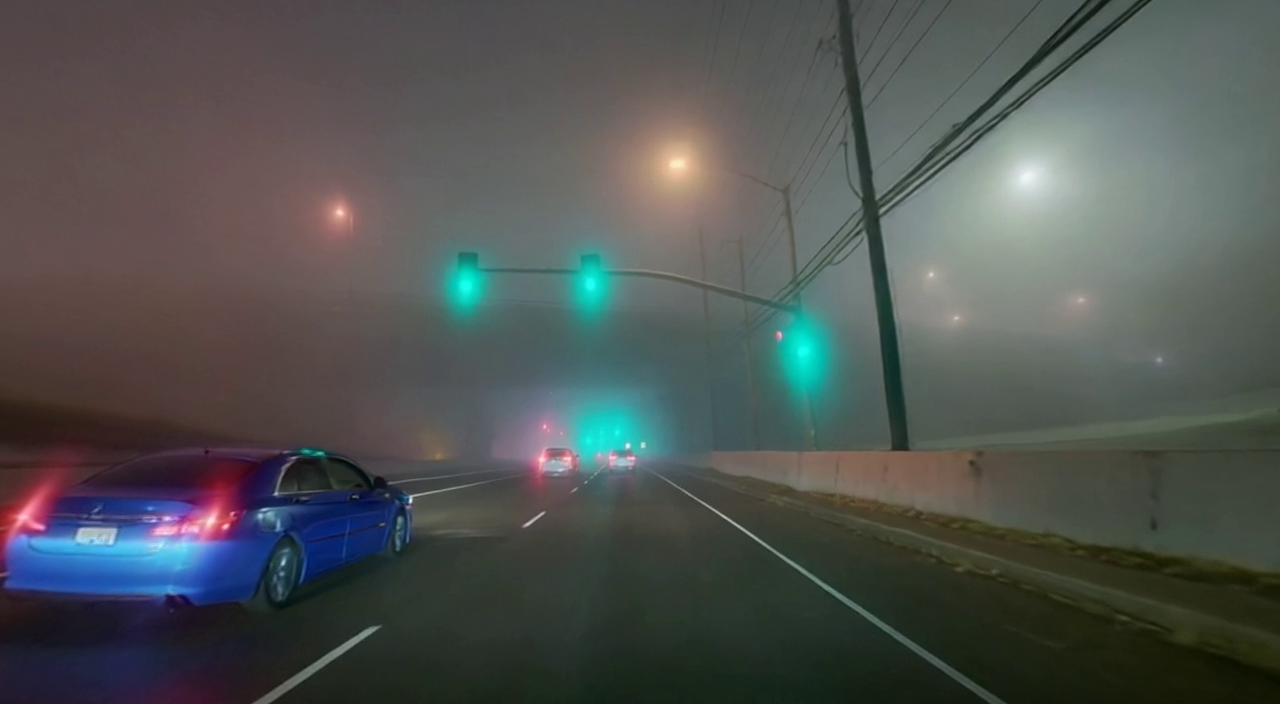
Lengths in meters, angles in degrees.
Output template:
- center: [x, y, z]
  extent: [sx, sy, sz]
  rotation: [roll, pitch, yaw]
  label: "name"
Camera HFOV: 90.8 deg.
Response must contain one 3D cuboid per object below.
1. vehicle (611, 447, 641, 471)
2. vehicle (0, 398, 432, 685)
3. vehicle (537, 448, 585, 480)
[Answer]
- center: [-0.998, 7.275, 43.200]
  extent: [1.985, 1.565, 3.968]
  rotation: [0, -8, -2]
  label: "vehicle"
- center: [-3.618, 1.424, 5.904]
  extent: [1.925, 1.666, 4.271]
  rotation: [0, -8, -1]
  label: "vehicle"
- center: [-3.890, 5.579, 31.717]
  extent: [1.946, 1.437, 4.154]
  rotation: [0, -8, -1]
  label: "vehicle"
